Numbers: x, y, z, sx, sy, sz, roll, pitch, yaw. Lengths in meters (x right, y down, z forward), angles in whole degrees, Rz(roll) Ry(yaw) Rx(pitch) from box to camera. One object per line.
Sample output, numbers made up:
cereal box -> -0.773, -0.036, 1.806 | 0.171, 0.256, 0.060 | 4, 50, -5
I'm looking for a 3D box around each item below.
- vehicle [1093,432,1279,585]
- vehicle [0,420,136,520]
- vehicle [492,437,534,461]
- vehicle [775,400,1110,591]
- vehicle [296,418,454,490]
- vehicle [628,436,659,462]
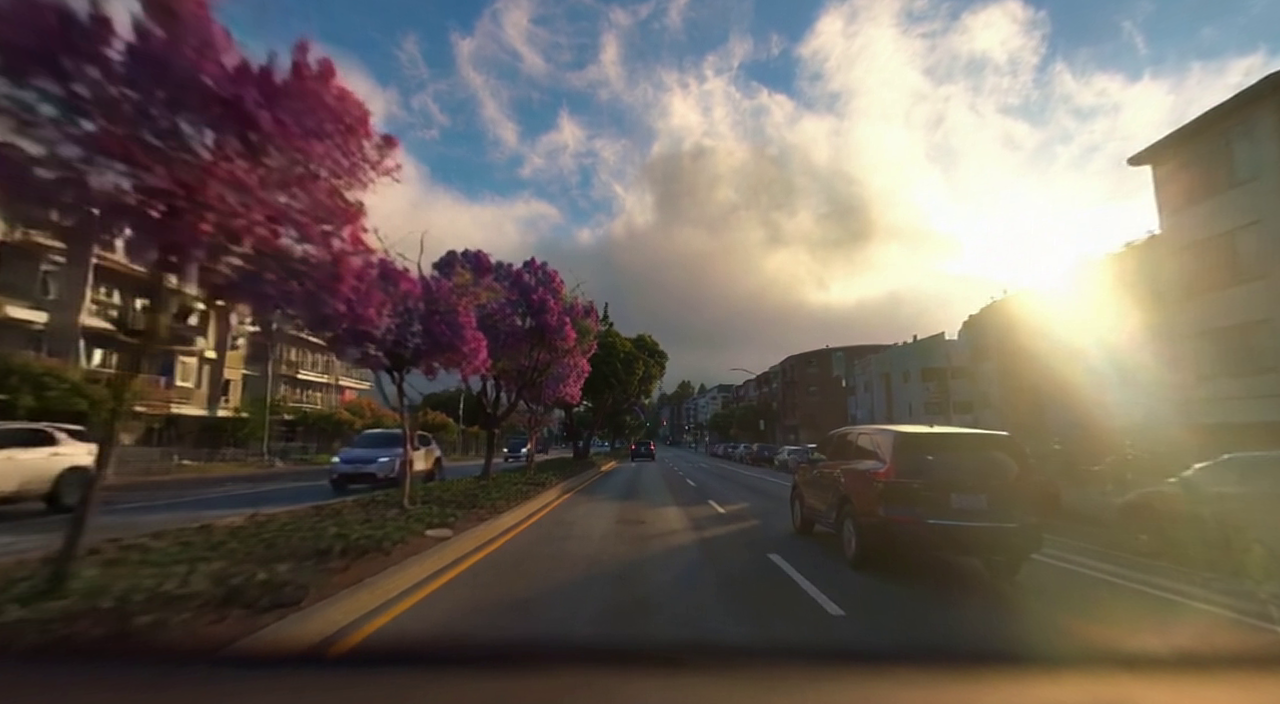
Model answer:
vehicle -> 7.656, 1.675, 6.861 | 1.919, 1.586, 4.692 | 0, -8, 0
vehicle -> -11.999, 2.015, 10.784 | 2.191, 1.684, 5.428 | 0, -8, 1
vehicle -> -9.069, 6.964, 45.409 | 2.042, 1.654, 4.504 | 0, -8, 1
vehicle -> 3.285, 1.663, 8.160 | 2.071, 1.747, 4.549 | 0, -8, 0
vehicle -> -7.897, 3.142, 19.661 | 2.249, 1.898, 5.815 | 0, -8, 2
vehicle -> 0.310, 7.171, 46.626 | 2.244, 1.813, 4.129 | 0, -8, 2
